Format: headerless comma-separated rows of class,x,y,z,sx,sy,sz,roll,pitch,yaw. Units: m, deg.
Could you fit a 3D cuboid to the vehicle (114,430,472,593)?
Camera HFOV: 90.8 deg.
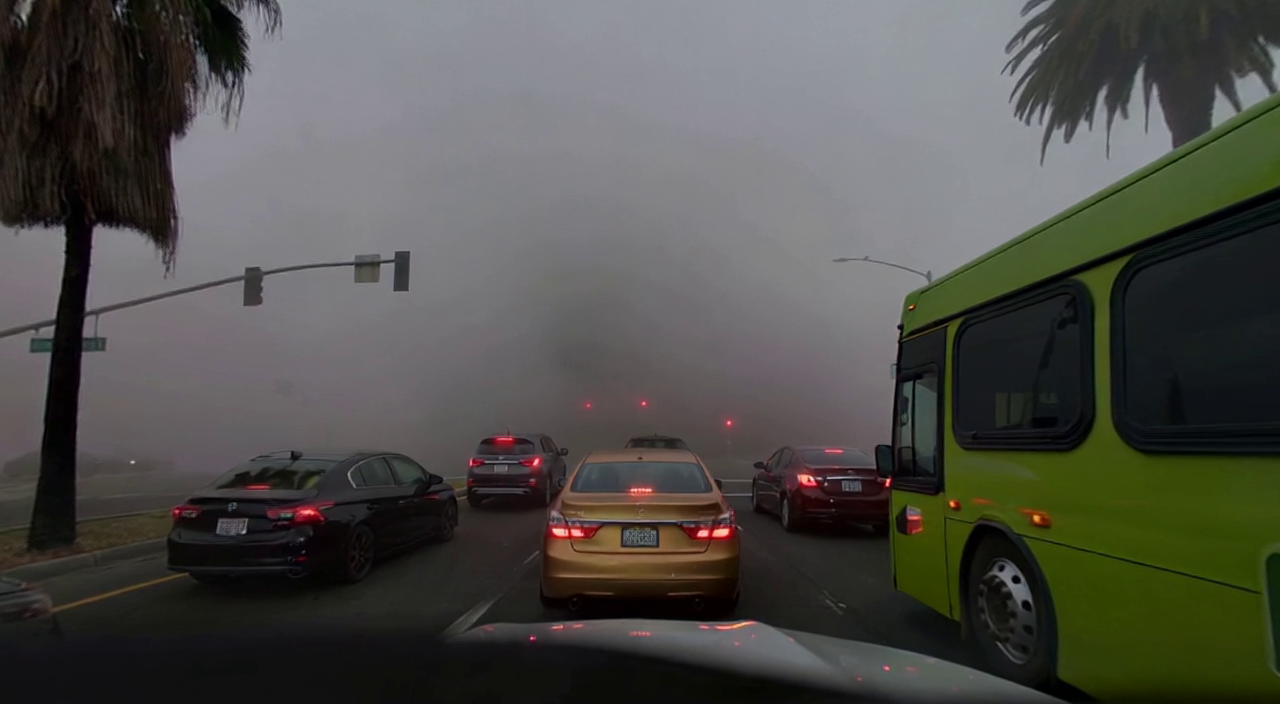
vehicle,-3.628,1.721,7.705,1.919,1.415,4.178,0,-9,1

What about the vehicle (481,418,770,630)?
vehicle,-0.113,1.521,6.503,2.060,1.499,3.831,0,-9,0

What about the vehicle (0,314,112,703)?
vehicle,-3.569,0.468,0.338,2.145,1.824,4.974,0,-9,2

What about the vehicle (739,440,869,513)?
vehicle,3.704,2.879,15.168,1.989,1.467,4.364,0,-9,1
